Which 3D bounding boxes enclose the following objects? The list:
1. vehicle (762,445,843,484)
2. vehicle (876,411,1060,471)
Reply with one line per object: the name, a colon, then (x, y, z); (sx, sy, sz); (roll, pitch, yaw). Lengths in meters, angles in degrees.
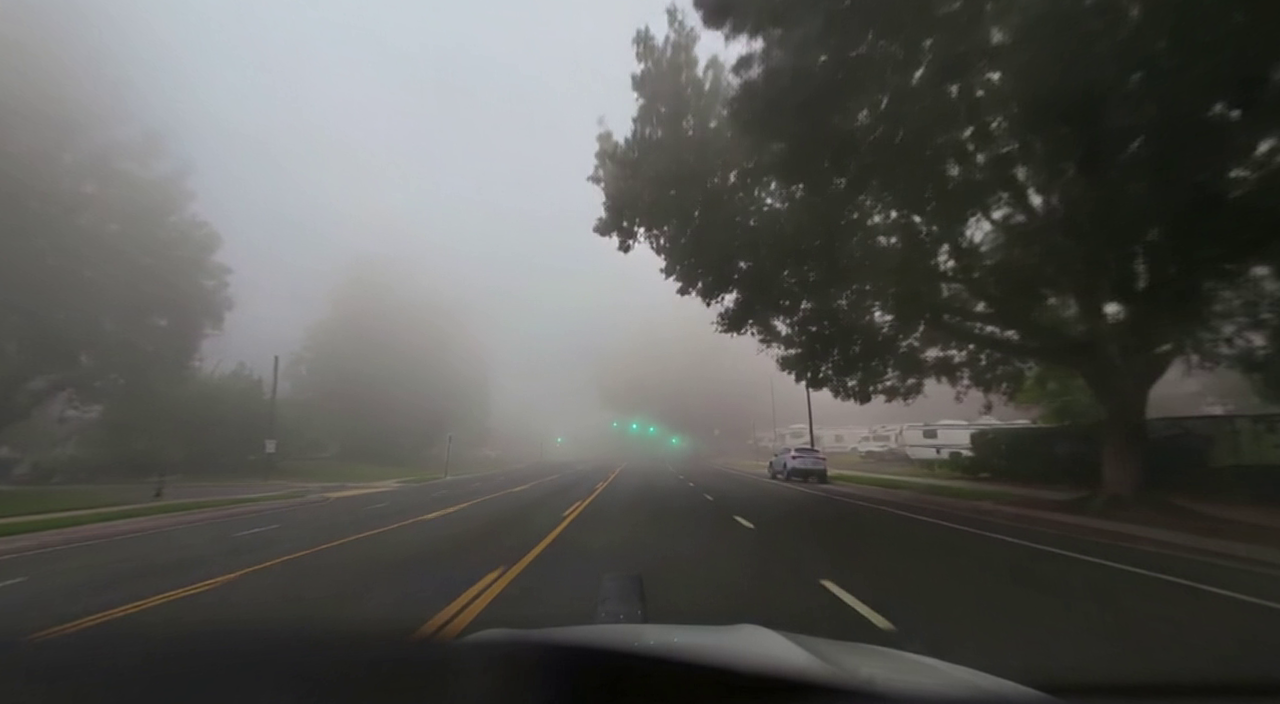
vehicle: (6.600, 4.597, 26.213); (1.993, 1.461, 4.269); (0, -9, -3)
vehicle: (17.449, 4.807, 34.102); (8.016, 2.965, 3.192); (-1, -8, 1)
